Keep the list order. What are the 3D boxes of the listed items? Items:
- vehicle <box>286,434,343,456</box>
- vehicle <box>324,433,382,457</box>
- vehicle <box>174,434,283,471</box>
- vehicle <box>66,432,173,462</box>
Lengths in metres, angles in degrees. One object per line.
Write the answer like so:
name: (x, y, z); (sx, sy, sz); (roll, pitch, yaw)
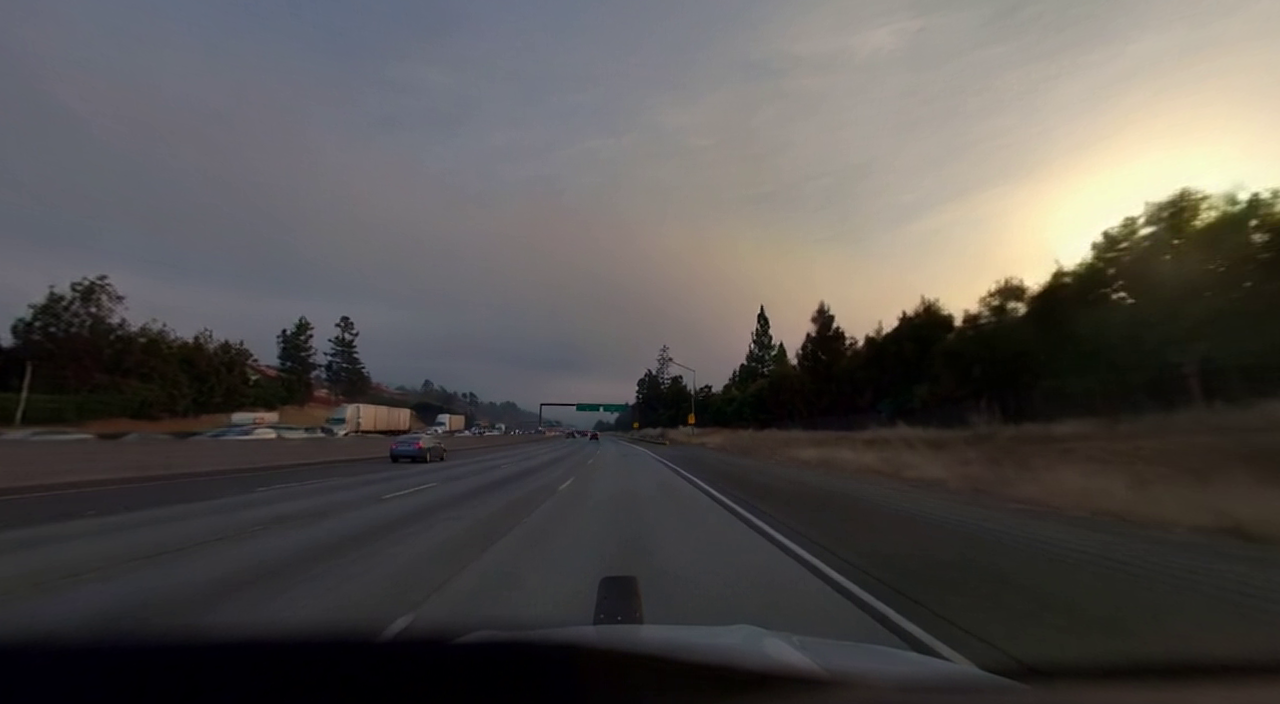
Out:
vehicle: (-22.860, 6.526, 44.464); (1.815, 1.416, 4.350); (0, -8, -2)
vehicle: (-18.708, 6.057, 41.271); (1.851, 1.449, 4.293); (0, -8, -1)
vehicle: (-19.077, 4.629, 29.502); (1.995, 1.584, 4.624); (0, -8, -1)
vehicle: (-26.190, 4.795, 31.961); (1.799, 1.417, 4.395); (0, -8, -2)
